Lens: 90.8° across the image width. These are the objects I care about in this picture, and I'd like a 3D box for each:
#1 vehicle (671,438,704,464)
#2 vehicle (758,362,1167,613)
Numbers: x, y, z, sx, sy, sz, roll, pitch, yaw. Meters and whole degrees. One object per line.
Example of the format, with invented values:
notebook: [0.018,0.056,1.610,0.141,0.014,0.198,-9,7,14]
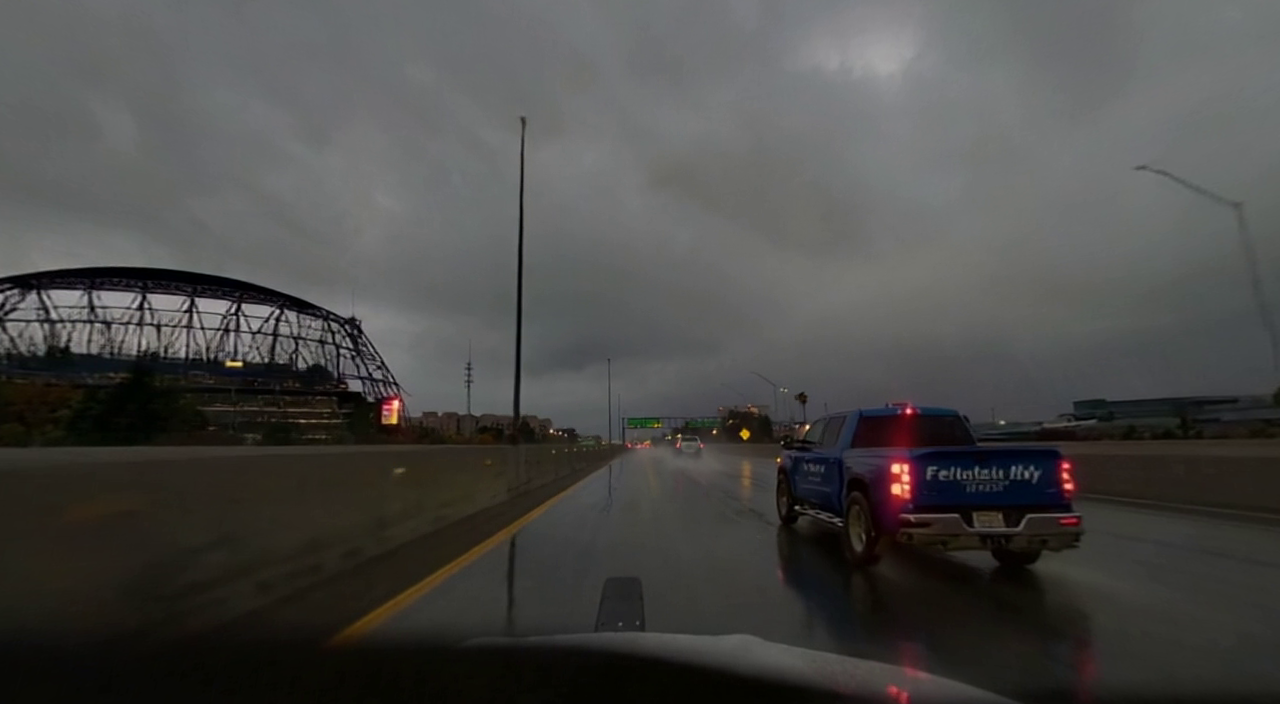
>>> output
vehicle: [3.315,6.986,44.776,1.973,1.774,4.092,0,-8,0]
vehicle: [3.051,1.441,7.607,2.199,2.002,4.970,0,-8,-1]
